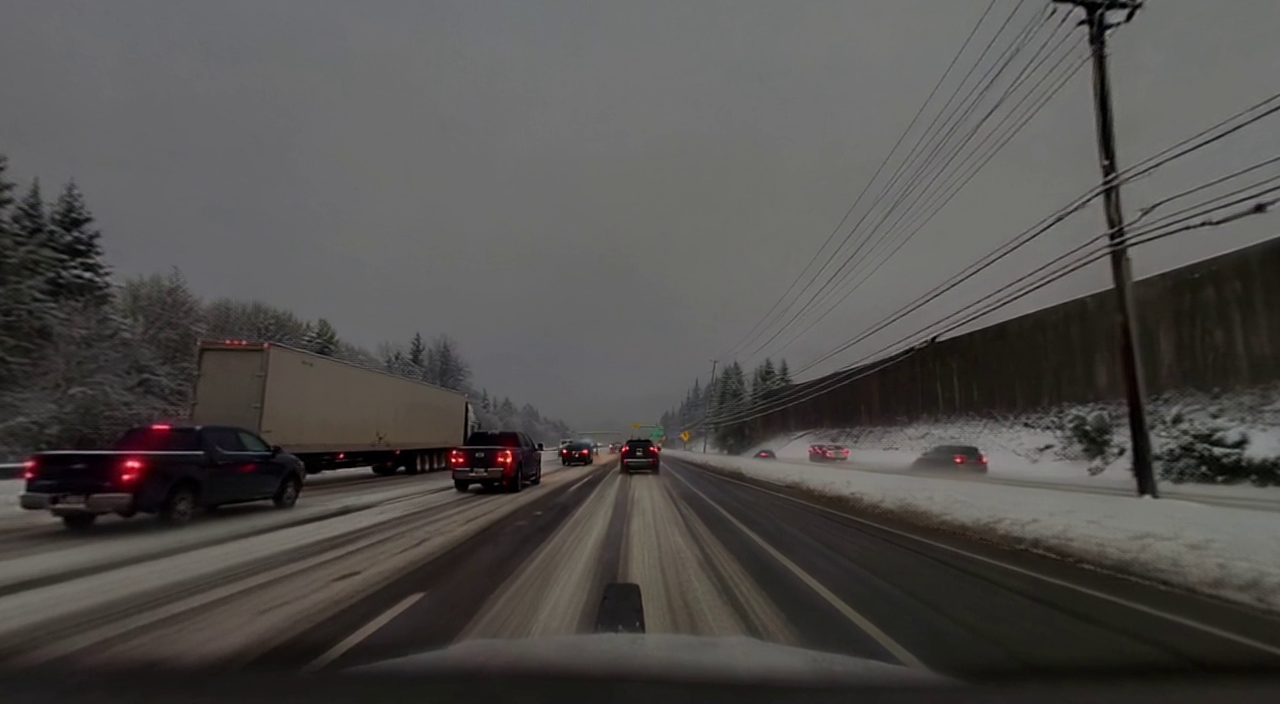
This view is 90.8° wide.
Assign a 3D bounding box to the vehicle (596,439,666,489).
[{"bbox_3d":[-0.302,3.653,20.958,2.089,1.477,3.818,0,-8,-1],"label":"vehicle"}]

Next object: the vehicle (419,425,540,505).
[{"bbox_3d":[-3.850,2.795,15.982,1.923,1.716,4.289,0,-9,0],"label":"vehicle"}]

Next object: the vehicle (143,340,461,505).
[{"bbox_3d":[-10.639,2.938,23.858,2.892,4.073,16.528,0,-8,0],"label":"vehicle"}]

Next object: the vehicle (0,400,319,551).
[{"bbox_3d":[-7.601,1.883,10.279,2.054,1.825,5.072,0,-9,0],"label":"vehicle"}]

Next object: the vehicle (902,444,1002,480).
[{"bbox_3d":[14.068,4.966,28.881,2.027,1.478,4.849,0,-9,-1],"label":"vehicle"}]

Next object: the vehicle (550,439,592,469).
[{"bbox_3d":[-4.071,6.112,38.094,1.976,1.705,4.176,0,-8,1],"label":"vehicle"}]
